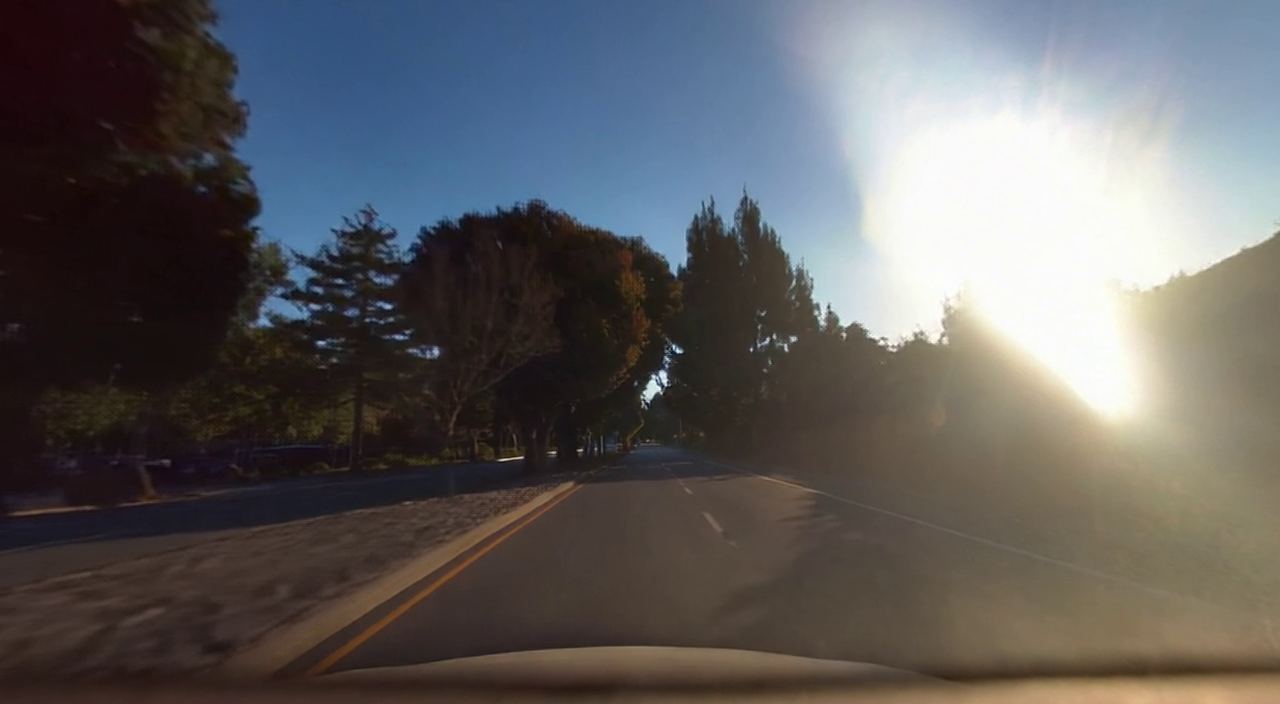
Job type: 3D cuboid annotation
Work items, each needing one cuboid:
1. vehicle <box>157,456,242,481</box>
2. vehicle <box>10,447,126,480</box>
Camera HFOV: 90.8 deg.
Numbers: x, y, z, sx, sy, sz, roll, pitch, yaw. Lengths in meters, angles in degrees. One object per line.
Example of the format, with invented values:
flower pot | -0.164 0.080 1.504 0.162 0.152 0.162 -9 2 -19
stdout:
vehicle | -28.692 7.590 41.210 4.342 1.446 1.722 -2 -8 2
vehicle | -41.470 8.056 45.940 5.799 2.039 2.451 -2 -8 -5
